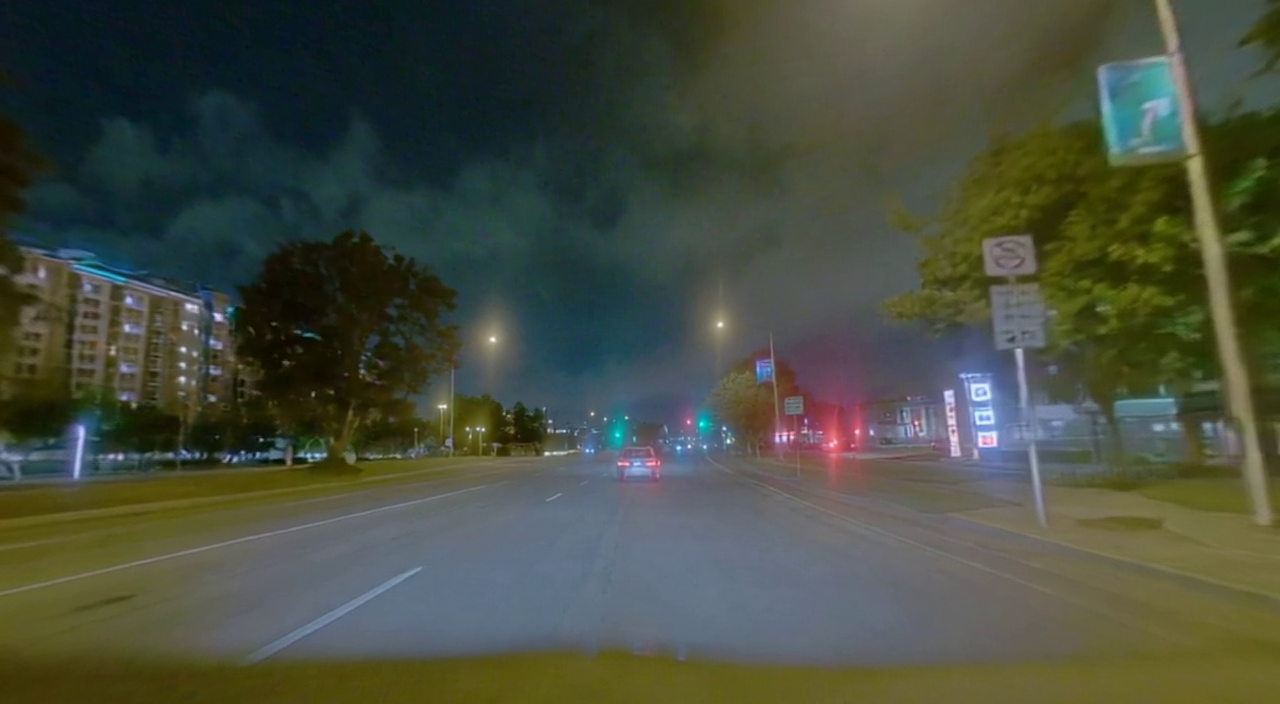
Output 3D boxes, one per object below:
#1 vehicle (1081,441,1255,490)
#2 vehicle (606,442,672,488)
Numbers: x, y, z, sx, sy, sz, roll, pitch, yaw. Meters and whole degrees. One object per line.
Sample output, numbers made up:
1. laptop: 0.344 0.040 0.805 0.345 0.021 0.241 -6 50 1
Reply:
1. vehicle: 17.456 3.767 21.288 1.857 1.441 4.721 0 -9 1
2. vehicle: 0.019 4.026 22.818 2.133 1.481 4.276 -1 -9 1
